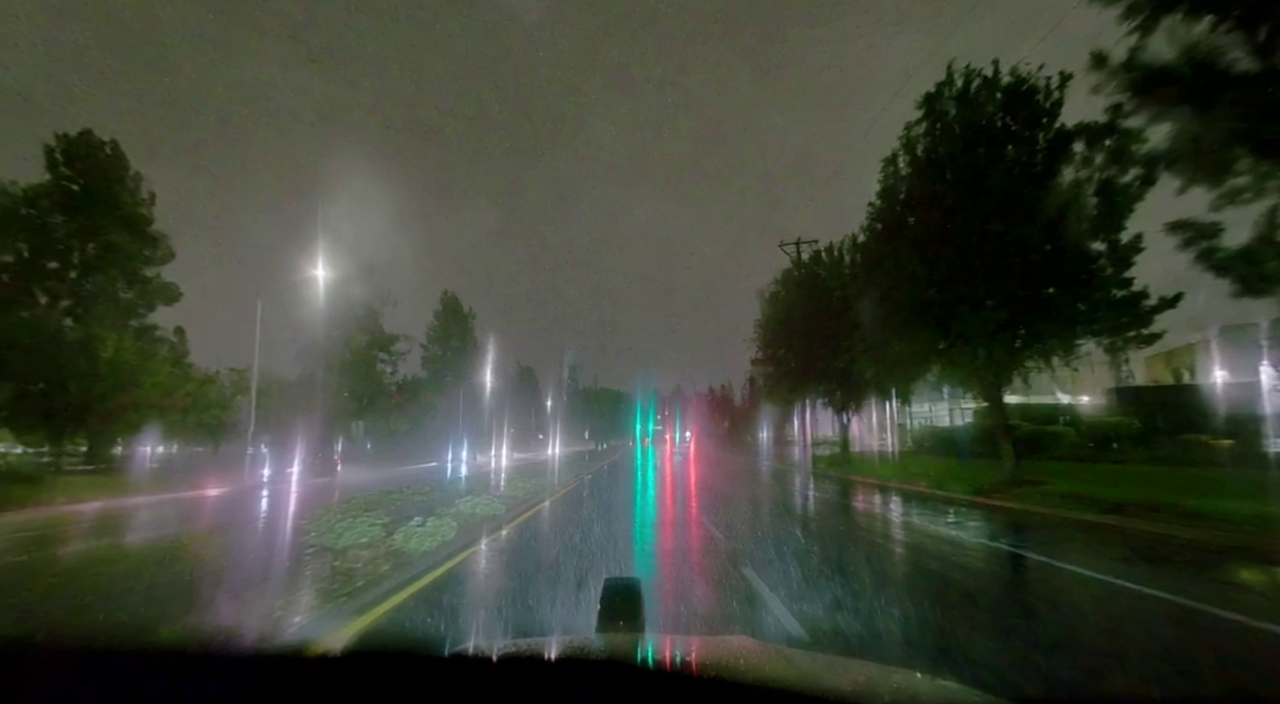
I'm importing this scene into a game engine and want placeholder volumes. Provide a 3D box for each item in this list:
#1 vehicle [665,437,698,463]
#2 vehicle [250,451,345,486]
[{"bbox_3d":[3.020,7.273,47.014,2.085,1.828,5.383,0,-8,-1],"label":"vehicle"},{"bbox_3d":[-17.072,5.807,31.801,1.973,1.536,4.871,0,-8,1],"label":"vehicle"}]
